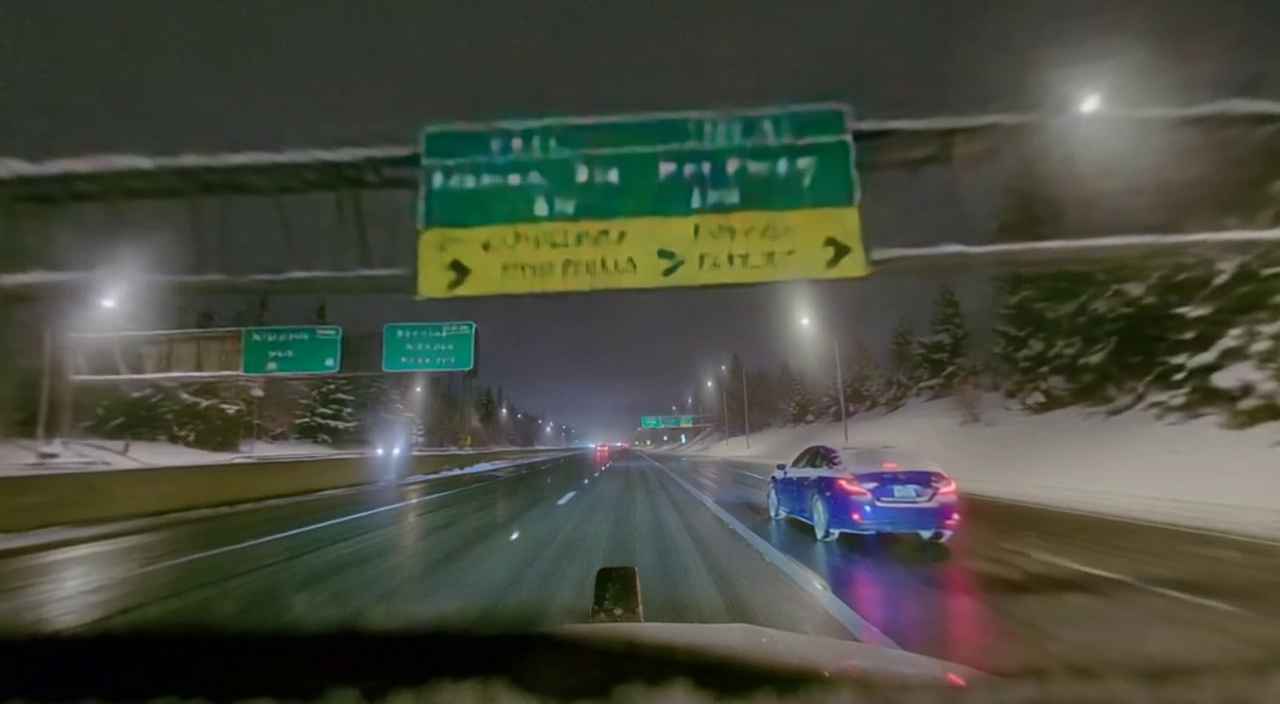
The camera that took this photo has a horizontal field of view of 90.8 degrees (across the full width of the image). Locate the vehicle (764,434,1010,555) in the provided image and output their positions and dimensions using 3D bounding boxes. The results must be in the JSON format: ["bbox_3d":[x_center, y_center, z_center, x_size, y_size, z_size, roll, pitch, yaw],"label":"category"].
[{"bbox_3d":[3.539,2.120,10.237,1.989,1.479,4.670,0,-9,-1],"label":"vehicle"}]
